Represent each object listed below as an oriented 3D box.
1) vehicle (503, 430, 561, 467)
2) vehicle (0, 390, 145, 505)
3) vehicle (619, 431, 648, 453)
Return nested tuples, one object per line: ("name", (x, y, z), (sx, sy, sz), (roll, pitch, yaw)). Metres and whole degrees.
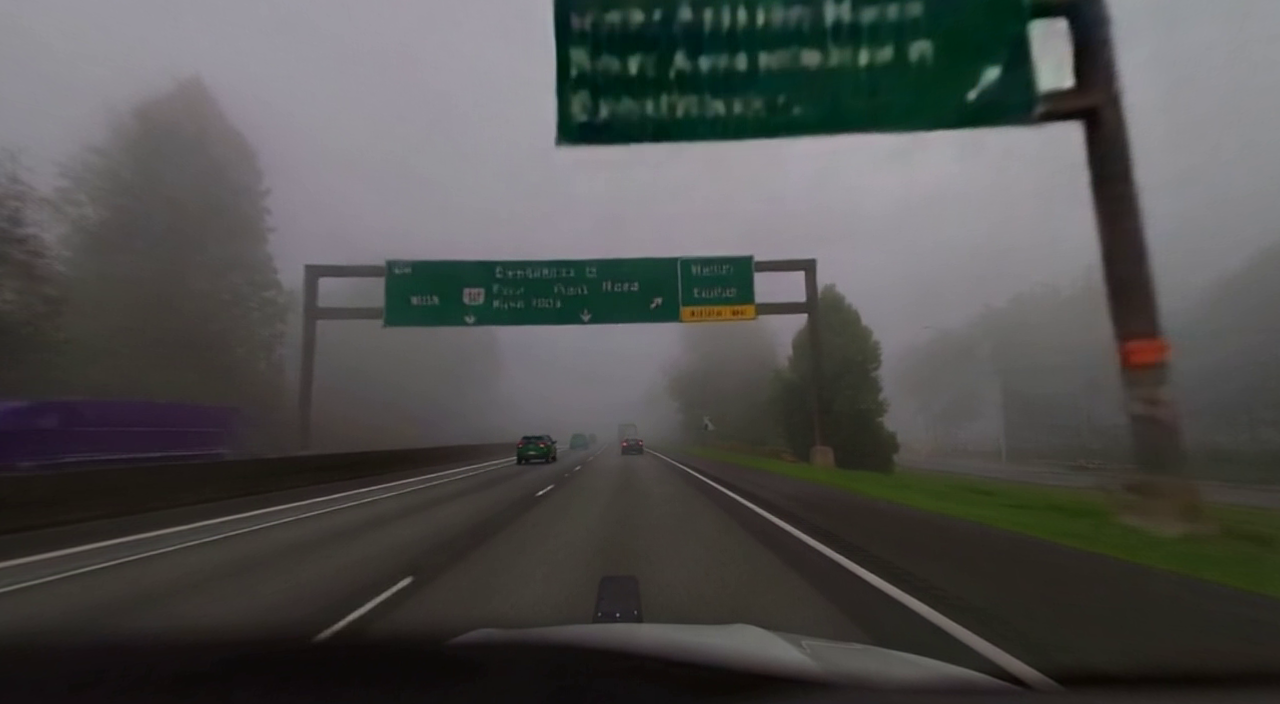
("vehicle", (-4.712, 4.255, 28.039), (1.959, 1.514, 3.668), (0, -8, -1))
("vehicle", (-17.386, 2.557, 17.005), (2.615, 2.860, 6.648), (0, -8, -1))
("vehicle", (-0.517, 6.774, 47.669), (2.139, 1.561, 4.060), (0, -8, -1))
